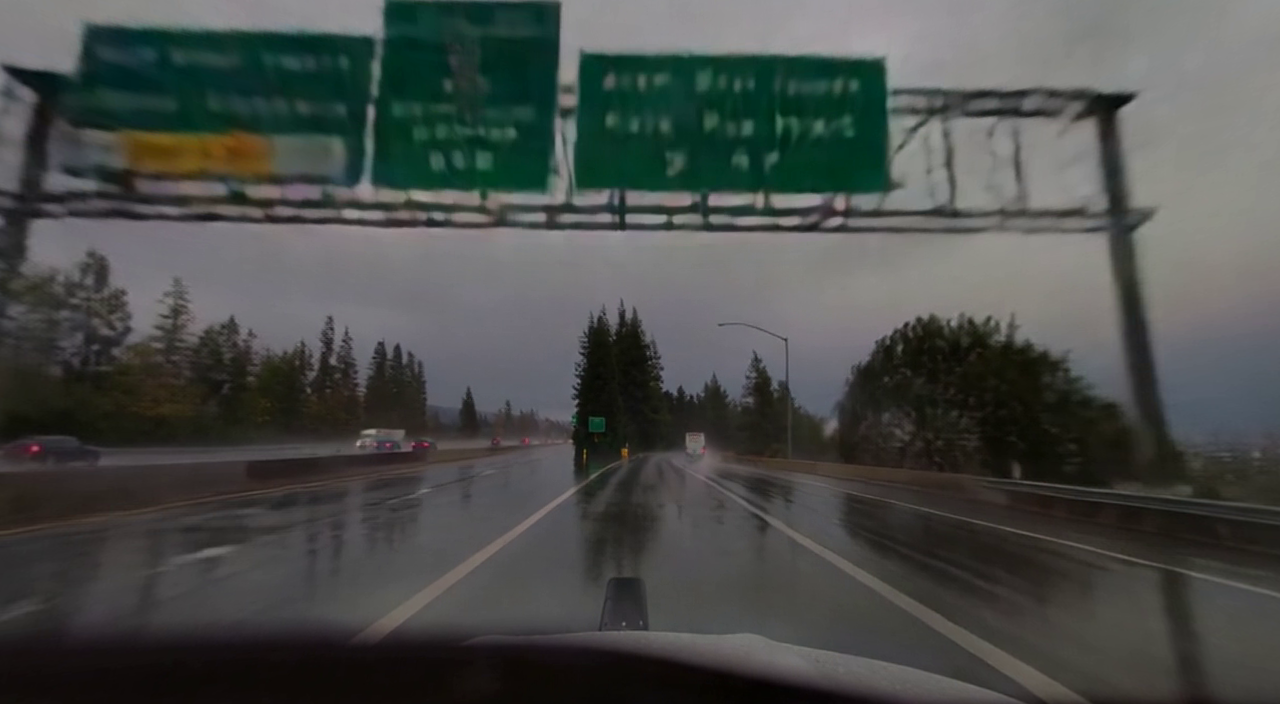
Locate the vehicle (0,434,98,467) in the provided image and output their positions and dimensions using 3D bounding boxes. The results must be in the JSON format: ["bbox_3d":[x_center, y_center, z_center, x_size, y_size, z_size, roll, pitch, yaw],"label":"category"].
[{"bbox_3d":[-35.439,5.837,37.467,2.168,1.824,4.932,0,-8,-3],"label":"vehicle"}]
